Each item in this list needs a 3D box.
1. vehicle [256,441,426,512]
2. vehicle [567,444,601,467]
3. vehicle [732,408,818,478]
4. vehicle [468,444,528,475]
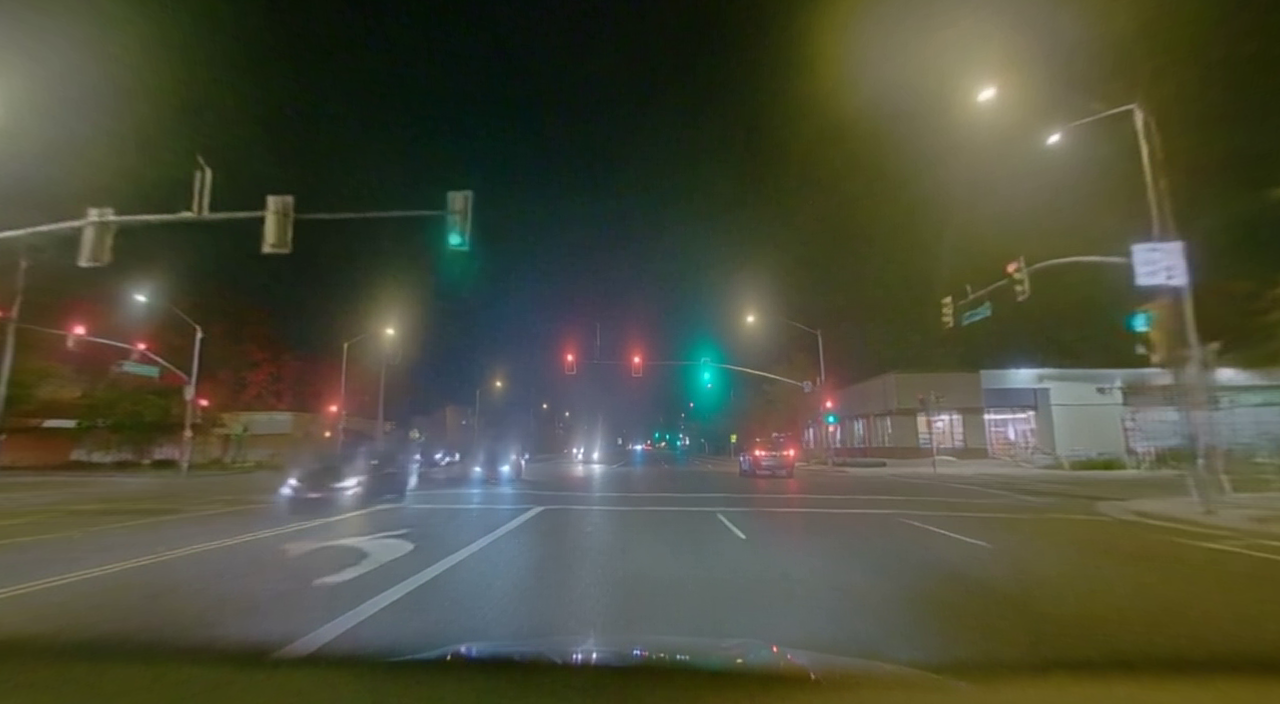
[{"bbox_3d":[-7.265,3.037,15.944,1.986,1.481,4.602,0,-9,1],"label":"vehicle"},{"bbox_3d":[-3.986,7.445,45.442,2.003,1.539,4.396,-1,-8,1],"label":"vehicle"},{"bbox_3d":[6.801,4.766,32.877,2.802,3.208,7.459,0,-8,0],"label":"vehicle"},{"bbox_3d":[-7.442,5.660,33.437,1.991,1.506,4.659,0,-9,1],"label":"vehicle"}]
